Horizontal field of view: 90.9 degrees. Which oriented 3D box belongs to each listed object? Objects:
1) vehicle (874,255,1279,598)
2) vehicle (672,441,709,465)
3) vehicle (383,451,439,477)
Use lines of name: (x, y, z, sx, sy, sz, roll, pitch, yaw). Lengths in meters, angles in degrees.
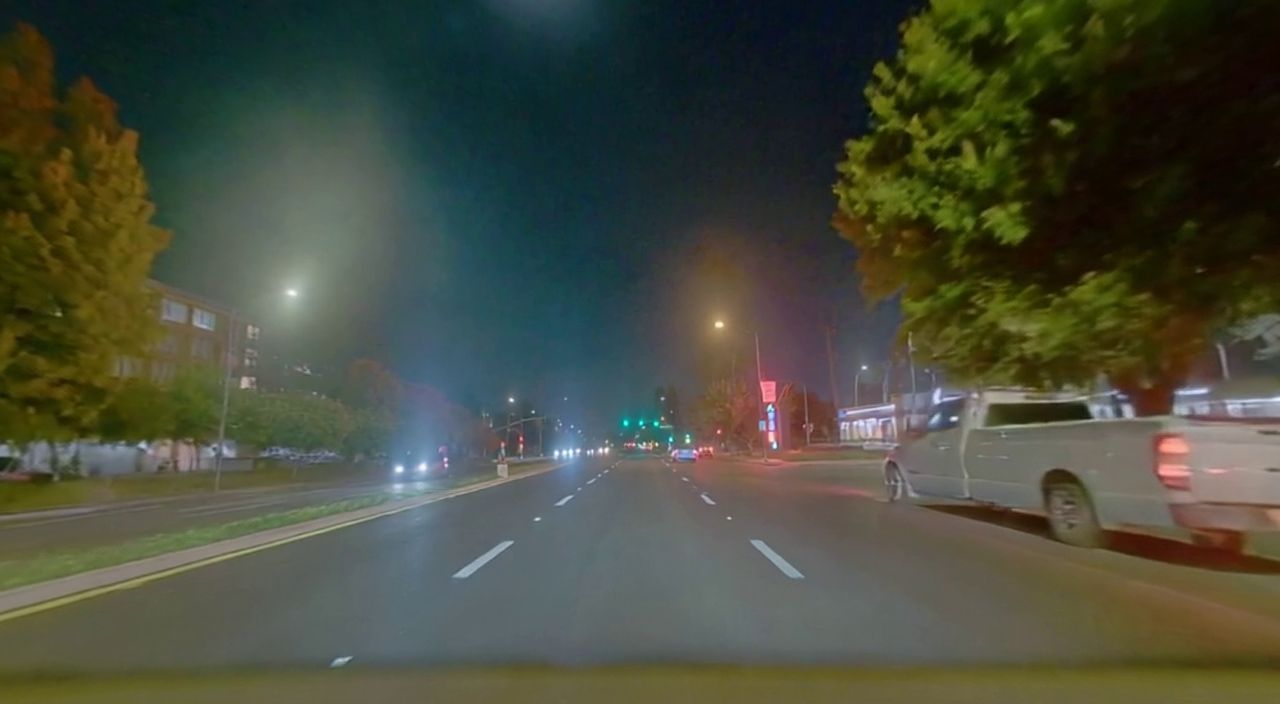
vehicle: (6.841, 1.241, 10.018, 3.013, 3.152, 8.476, 0, -8, 0)
vehicle: (3.308, 6.747, 42.278, 2.057, 1.470, 4.454, 0, -8, 0)
vehicle: (-13.919, 6.809, 38.601, 1.887, 1.470, 4.240, 0, -8, -1)
